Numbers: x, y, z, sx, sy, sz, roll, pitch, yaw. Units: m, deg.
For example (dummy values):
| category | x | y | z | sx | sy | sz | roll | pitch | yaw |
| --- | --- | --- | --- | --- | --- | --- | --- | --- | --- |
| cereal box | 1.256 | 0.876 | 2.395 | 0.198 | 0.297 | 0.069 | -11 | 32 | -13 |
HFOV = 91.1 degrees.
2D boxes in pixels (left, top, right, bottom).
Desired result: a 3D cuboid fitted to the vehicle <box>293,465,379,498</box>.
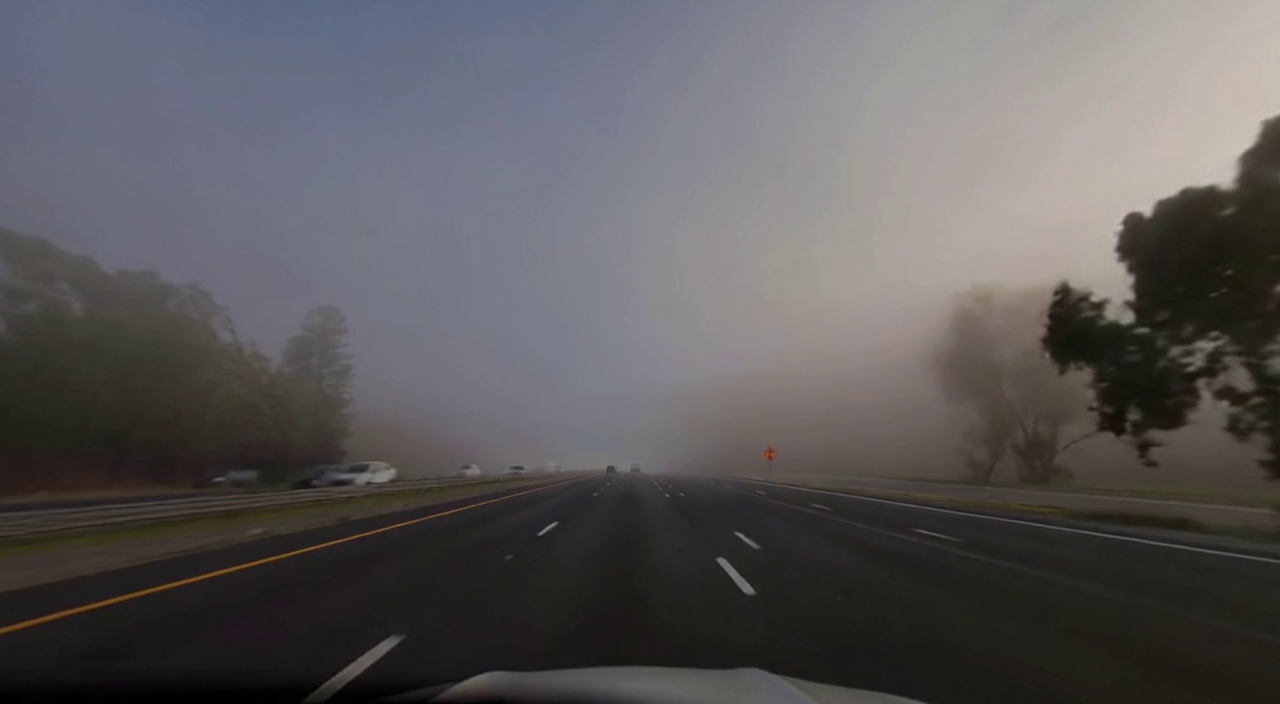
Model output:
| category | x | y | z | sx | sy | sz | roll | pitch | yaw |
| --- | --- | --- | --- | --- | --- | --- | --- | --- | --- |
| vehicle | -16.941 | 7.227 | 35.437 | 1.944 | 1.648 | 5.787 | 1 | -10 | 0 |
